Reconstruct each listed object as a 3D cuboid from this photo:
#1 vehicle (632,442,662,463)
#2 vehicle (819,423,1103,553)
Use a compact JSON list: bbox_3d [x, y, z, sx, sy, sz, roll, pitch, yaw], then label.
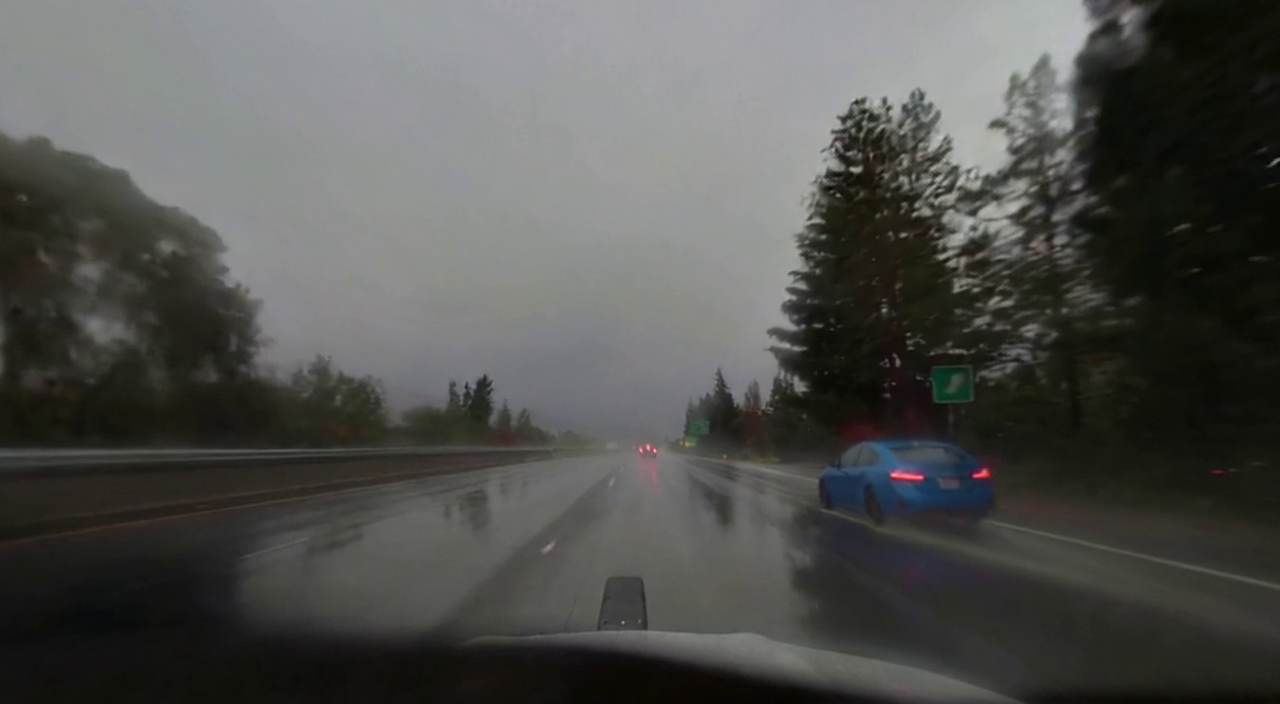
[{"bbox_3d":[0.463,7.279,45.541,2.052,1.449,3.857,-1,-8,0],"label":"vehicle"},{"bbox_3d":[4.529,1.979,9.910,2.008,1.524,4.598,-1,-8,-1],"label":"vehicle"}]
